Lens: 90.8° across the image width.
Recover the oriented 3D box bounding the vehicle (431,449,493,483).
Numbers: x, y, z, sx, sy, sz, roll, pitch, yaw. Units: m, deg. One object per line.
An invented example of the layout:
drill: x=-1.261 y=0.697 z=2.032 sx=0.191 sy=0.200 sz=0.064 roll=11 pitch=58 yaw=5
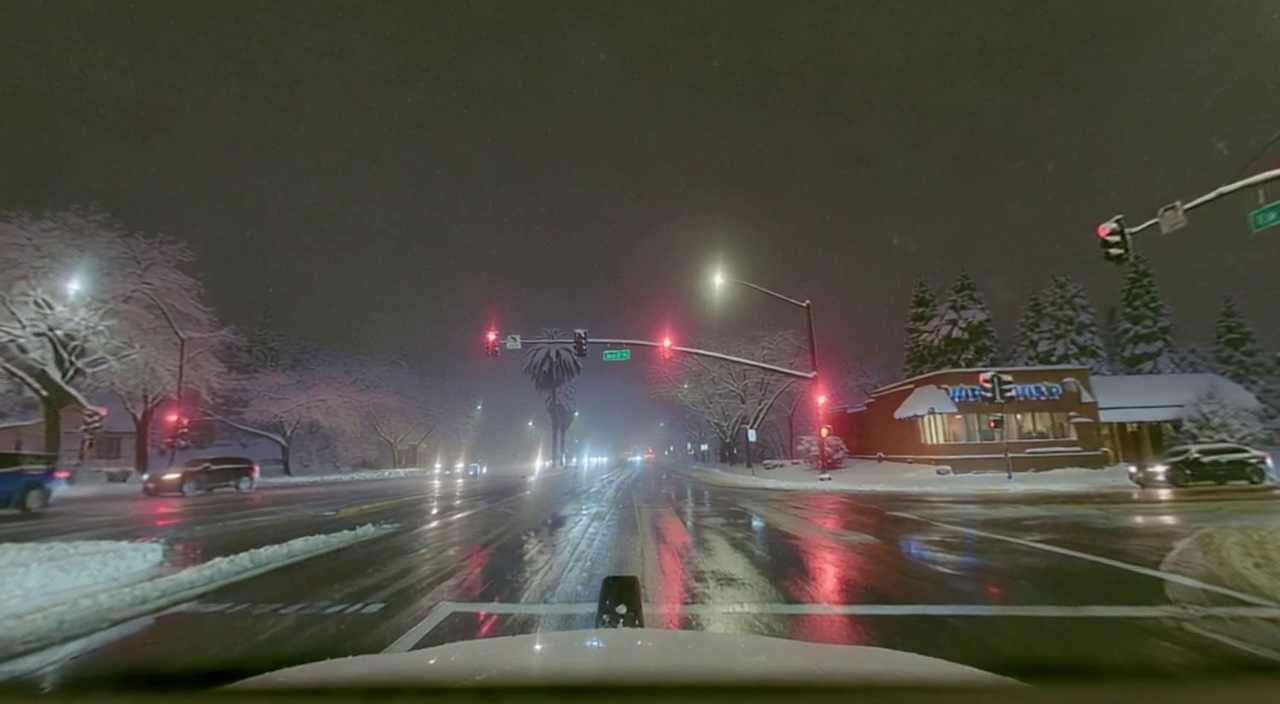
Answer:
vehicle: x=-9.696 y=6.233 z=34.814 sx=2.074 sy=1.681 sz=4.417 roll=0 pitch=-9 yaw=0

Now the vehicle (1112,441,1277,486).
vehicle: x=22.231 y=4.474 z=25.497 sx=4.533 sy=1.676 sz=2.236 roll=0 pitch=-9 yaw=-1

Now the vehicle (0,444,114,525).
vehicle: x=-14.404 y=2.813 z=13.515 sx=2.074 sy=1.671 sz=4.755 roll=0 pitch=-9 yaw=2

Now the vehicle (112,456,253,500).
vehicle: x=-17.597 y=4.828 z=24.668 sx=1.874 sy=1.467 sz=4.768 roll=0 pitch=-9 yaw=1
